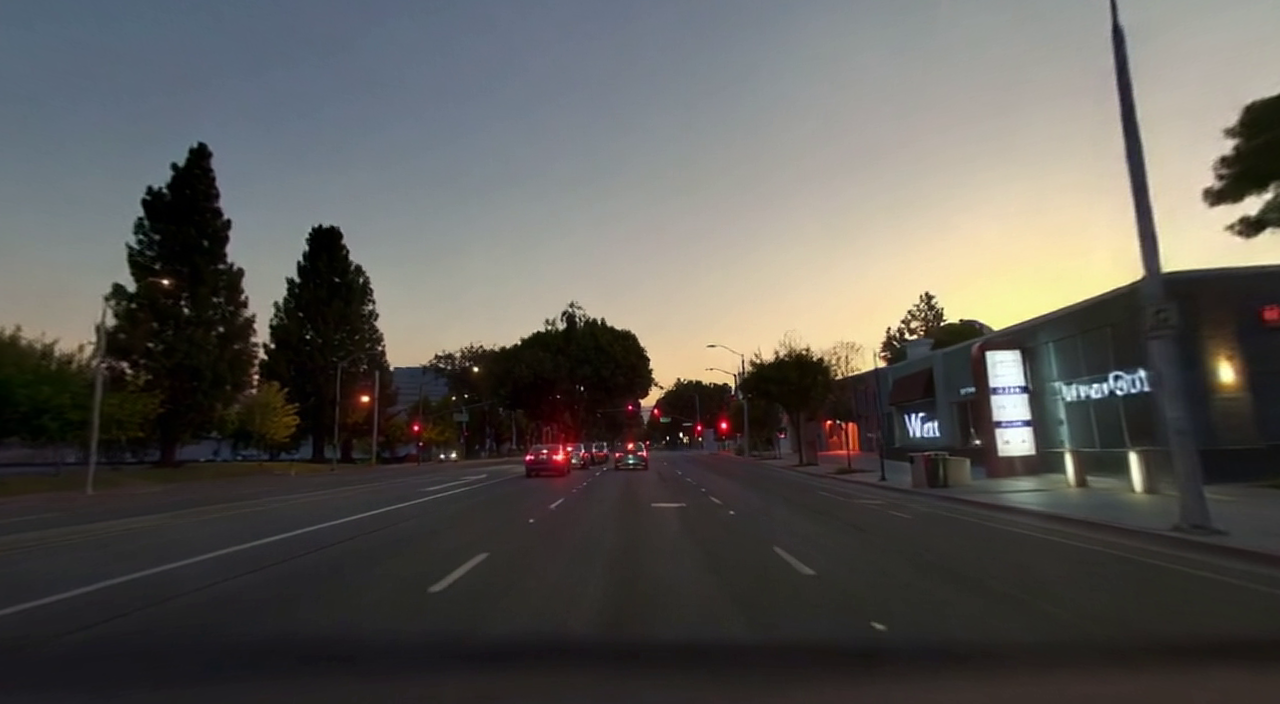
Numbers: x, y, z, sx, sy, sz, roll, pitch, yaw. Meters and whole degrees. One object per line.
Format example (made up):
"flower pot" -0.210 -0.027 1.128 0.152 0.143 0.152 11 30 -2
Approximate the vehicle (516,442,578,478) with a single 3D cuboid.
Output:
"vehicle" -4.001 4.732 27.923 2.020 1.457 4.496 0 -9 1

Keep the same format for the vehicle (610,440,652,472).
"vehicle" -0.414 5.335 32.627 2.042 1.555 3.912 0 -9 0
